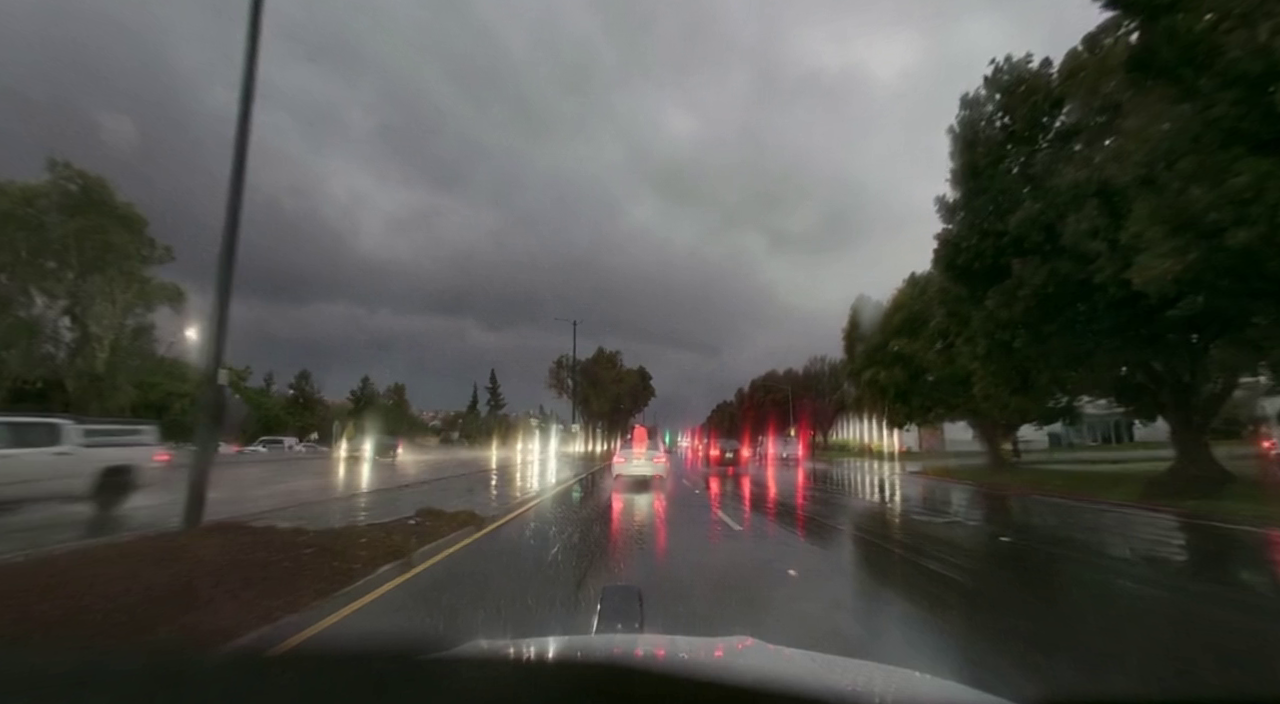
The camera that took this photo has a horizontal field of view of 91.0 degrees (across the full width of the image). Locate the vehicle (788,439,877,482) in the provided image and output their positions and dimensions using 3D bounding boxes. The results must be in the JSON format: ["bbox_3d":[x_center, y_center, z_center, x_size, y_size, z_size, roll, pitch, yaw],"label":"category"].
[{"bbox_3d":[7.247,4.115,24.172,1.928,1.488,4.361,0,-9,-1],"label":"vehicle"}]

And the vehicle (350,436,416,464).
[{"bbox_3d":[-15.607,5.993,38.541,1.885,1.553,4.828,-1,-8,1],"label":"vehicle"}]

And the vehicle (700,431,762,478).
[{"bbox_3d":[3.709,4.283,26.513,1.976,1.796,4.159,0,-9,0],"label":"vehicle"}]

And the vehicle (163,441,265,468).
[{"bbox_3d":[-24.561,5.930,36.426,4.381,1.490,1.941,2,-9,-11],"label":"vehicle"}]

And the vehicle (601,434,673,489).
[{"bbox_3d":[-0.102,3.581,20.953,2.145,1.603,4.369,0,-8,0],"label":"vehicle"}]

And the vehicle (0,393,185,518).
[{"bbox_3d":[-8.987,1.443,8.871,1.951,1.539,4.244,0,-9,0],"label":"vehicle"}]
